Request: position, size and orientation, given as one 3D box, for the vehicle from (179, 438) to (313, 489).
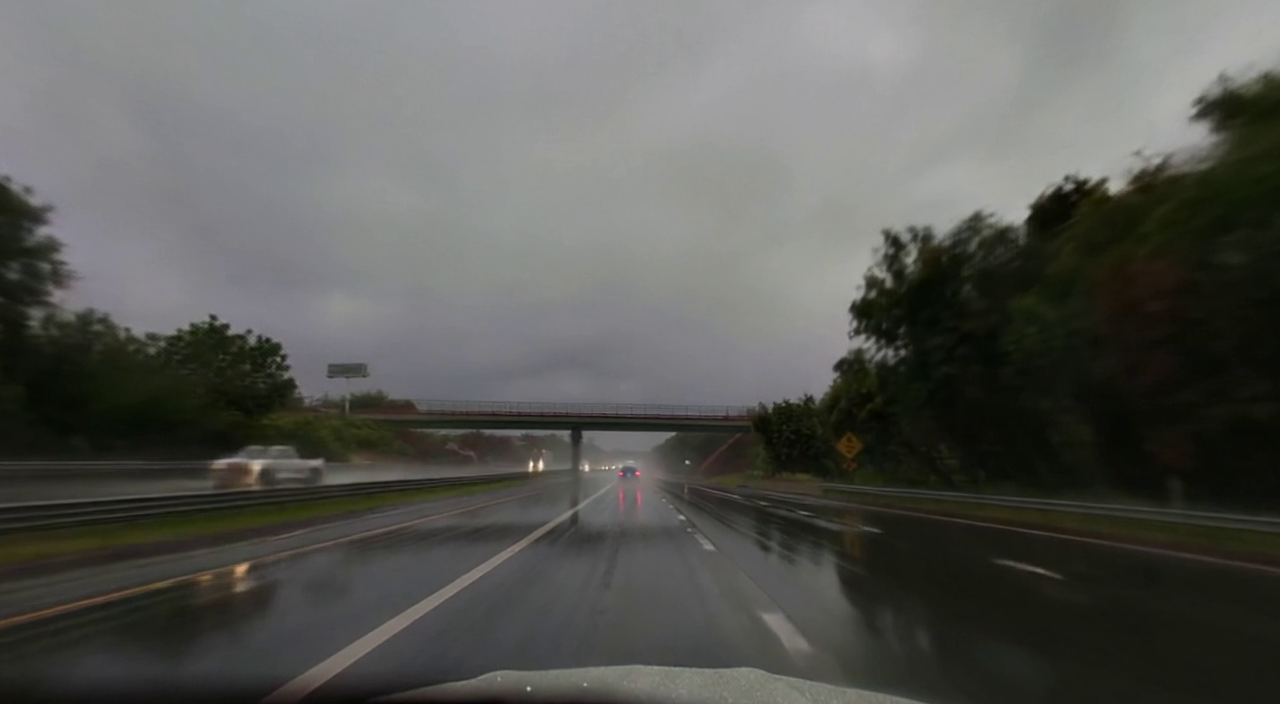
[{"bbox_3d":[-15.986,4.623,25.951,2.122,1.838,5.275,1,-11,-1],"label":"vehicle"}]
